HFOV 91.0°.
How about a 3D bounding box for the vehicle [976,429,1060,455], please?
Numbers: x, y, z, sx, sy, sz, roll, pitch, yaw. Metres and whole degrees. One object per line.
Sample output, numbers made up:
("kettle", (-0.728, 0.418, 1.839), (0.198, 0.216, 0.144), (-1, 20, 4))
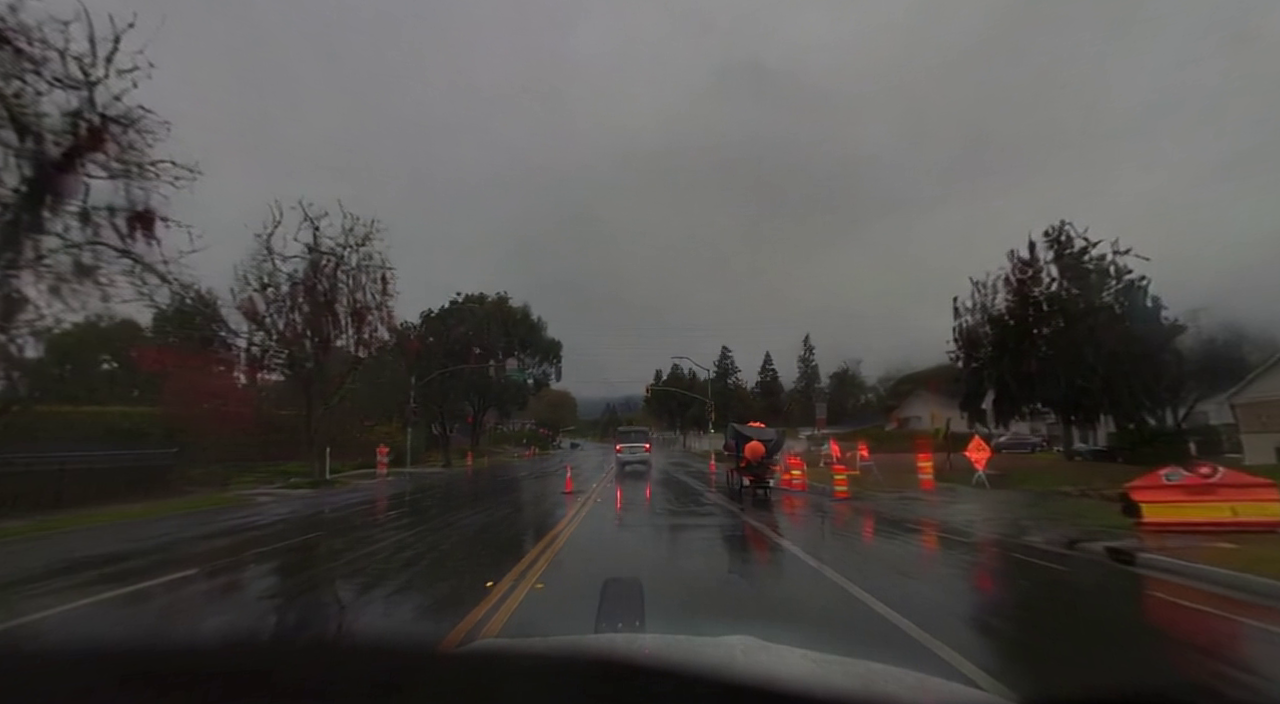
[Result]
("vehicle", (24.201, 5.787, 40.409), (4.151, 1.429, 1.743), (-2, -8, 2))

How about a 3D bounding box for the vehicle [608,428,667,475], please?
("vehicle", (-0.147, 3.912, 24.916), (2.151, 1.708, 4.084), (0, -8, -2))

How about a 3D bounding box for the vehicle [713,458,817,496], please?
("vehicle", (3.288, 3.367, 17.188), (2.123, 0.883, 3.024), (0, -8, -2))
